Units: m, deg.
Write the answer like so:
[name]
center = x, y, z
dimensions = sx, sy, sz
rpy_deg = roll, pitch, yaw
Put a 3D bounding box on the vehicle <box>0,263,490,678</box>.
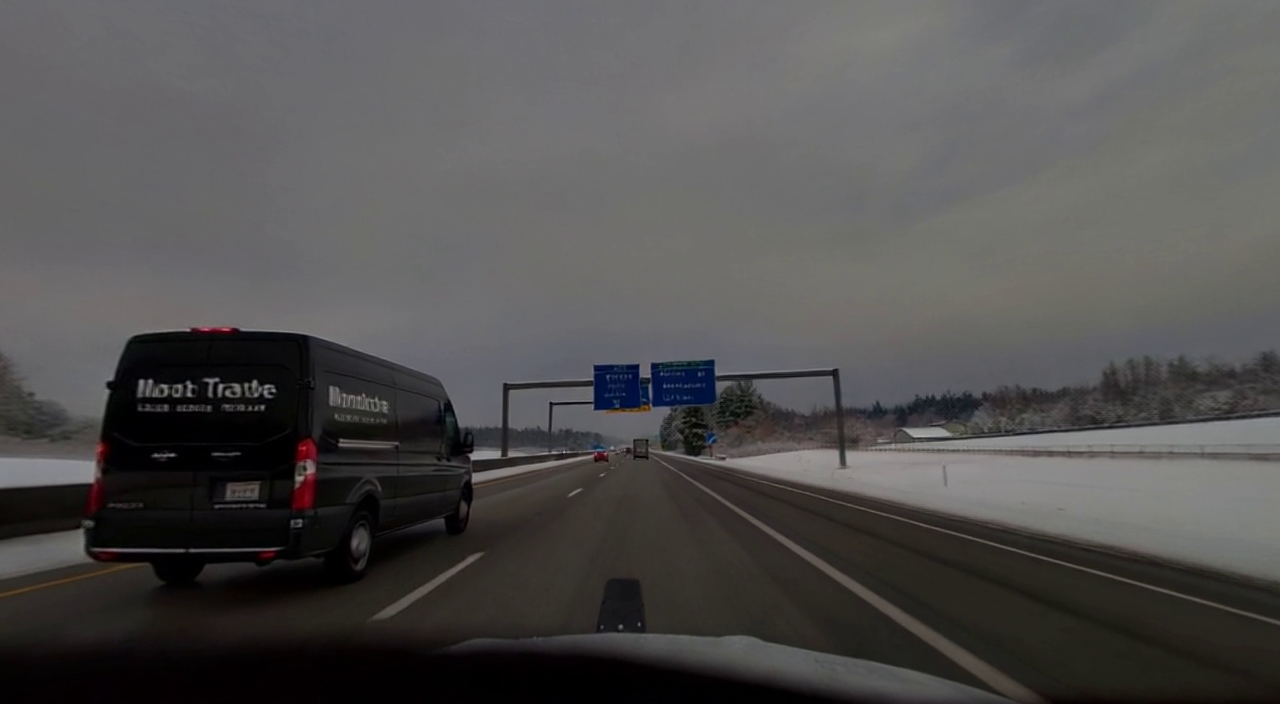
[vehicle]
center = -3.815, 1.230, 7.546
dimensions = 2.320, 2.636, 7.021
rpy_deg = 0, -9, 0
